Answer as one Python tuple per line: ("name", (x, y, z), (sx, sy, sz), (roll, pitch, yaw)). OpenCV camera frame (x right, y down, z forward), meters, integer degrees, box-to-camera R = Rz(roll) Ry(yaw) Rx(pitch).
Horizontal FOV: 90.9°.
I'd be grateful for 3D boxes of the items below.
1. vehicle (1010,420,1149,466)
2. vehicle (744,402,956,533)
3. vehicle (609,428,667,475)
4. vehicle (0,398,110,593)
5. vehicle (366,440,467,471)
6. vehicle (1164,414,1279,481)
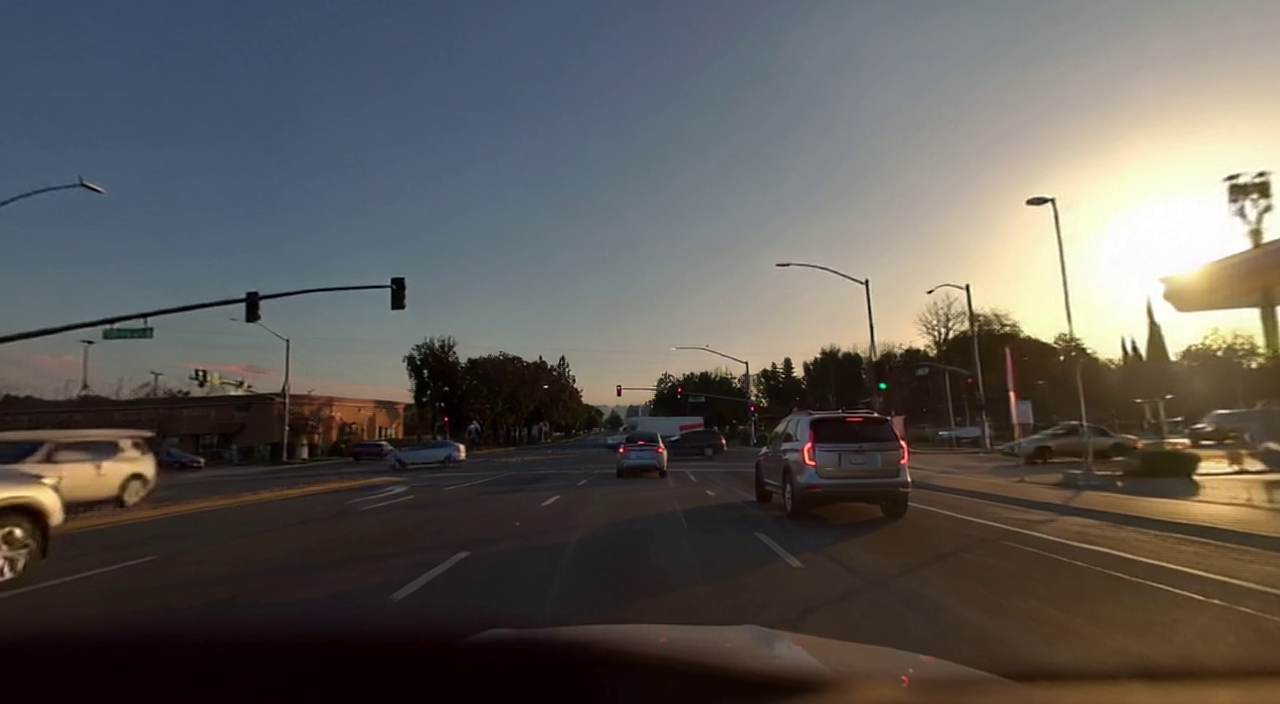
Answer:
("vehicle", (16.797, 3.489, 24.233), (3.848, 1.674, 1.887), (0, -8, 2))
("vehicle", (3.234, 1.901, 10.841), (2.083, 1.779, 4.347), (0, -8, -1))
("vehicle", (-0.030, 3.893, 24.801), (2.067, 1.702, 3.987), (0, -8, 1))
("vehicle", (-6.932, 1.125, 4.466), (2.011, 1.774, 4.866), (0, -8, 1))
("vehicle", (-11.626, 5.410, 33.133), (1.835, 1.485, 4.788), (-5, -10, 32))
("vehicle", (15.837, 2.373, 15.685), (3.793, 1.549, 2.010), (0, -8, -2))
